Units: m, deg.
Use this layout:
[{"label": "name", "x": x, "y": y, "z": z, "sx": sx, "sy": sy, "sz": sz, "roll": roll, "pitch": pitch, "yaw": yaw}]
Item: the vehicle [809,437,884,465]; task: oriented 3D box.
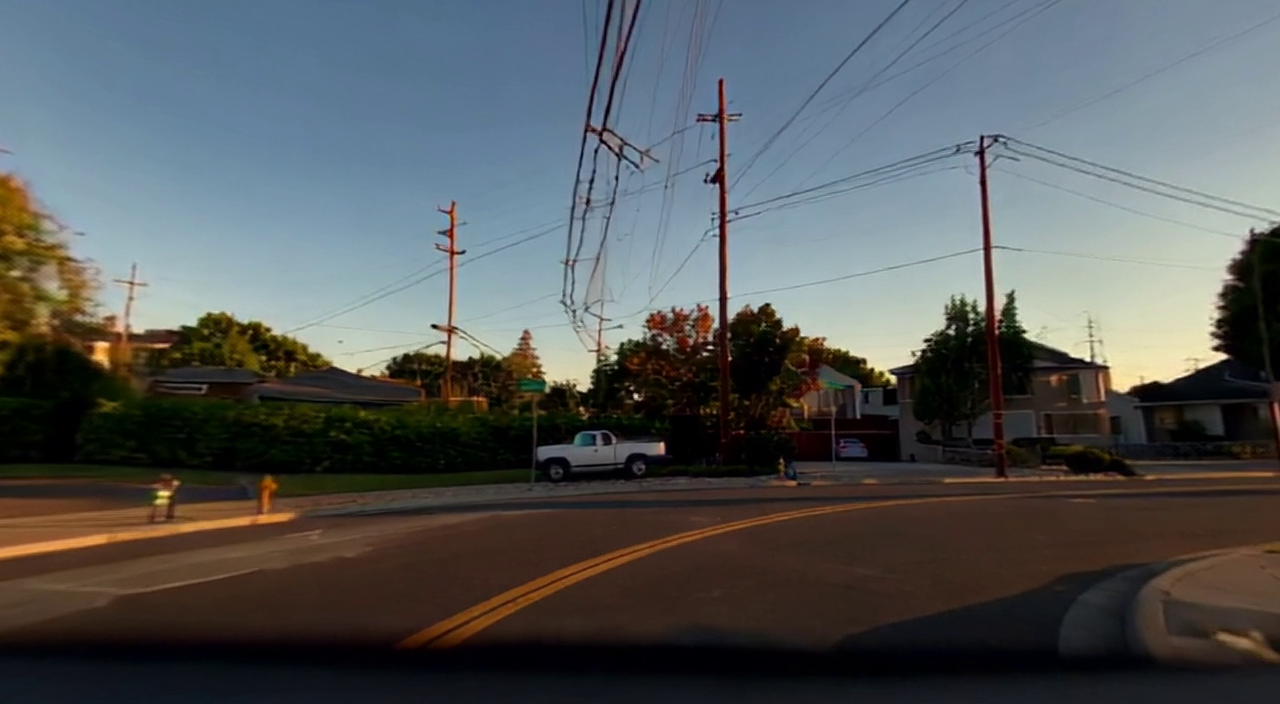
[{"label": "vehicle", "x": 12.234, "y": 5.883, "z": 37.494, "sx": 3.784, "sy": 1.532, "sz": 1.650, "roll": -1, "pitch": -9, "yaw": -3}]
